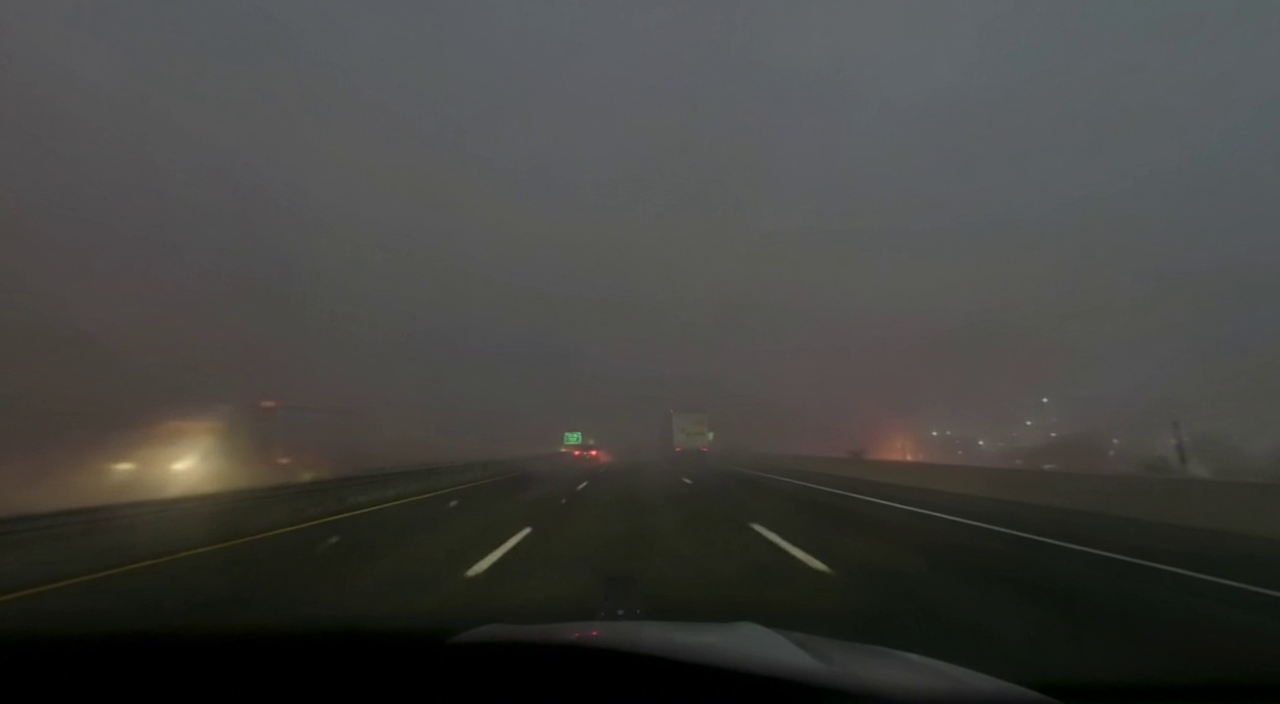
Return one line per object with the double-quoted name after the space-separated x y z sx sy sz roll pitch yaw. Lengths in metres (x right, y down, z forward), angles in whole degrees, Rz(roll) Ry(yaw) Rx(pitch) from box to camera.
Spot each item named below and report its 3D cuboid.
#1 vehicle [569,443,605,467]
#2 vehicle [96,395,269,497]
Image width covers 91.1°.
-3.598 7.060 43.309 2.100 1.525 4.179 0 -9 0 "vehicle"
-19.979 4.185 28.043 3.041 4.017 5.863 0 -9 0 "vehicle"
